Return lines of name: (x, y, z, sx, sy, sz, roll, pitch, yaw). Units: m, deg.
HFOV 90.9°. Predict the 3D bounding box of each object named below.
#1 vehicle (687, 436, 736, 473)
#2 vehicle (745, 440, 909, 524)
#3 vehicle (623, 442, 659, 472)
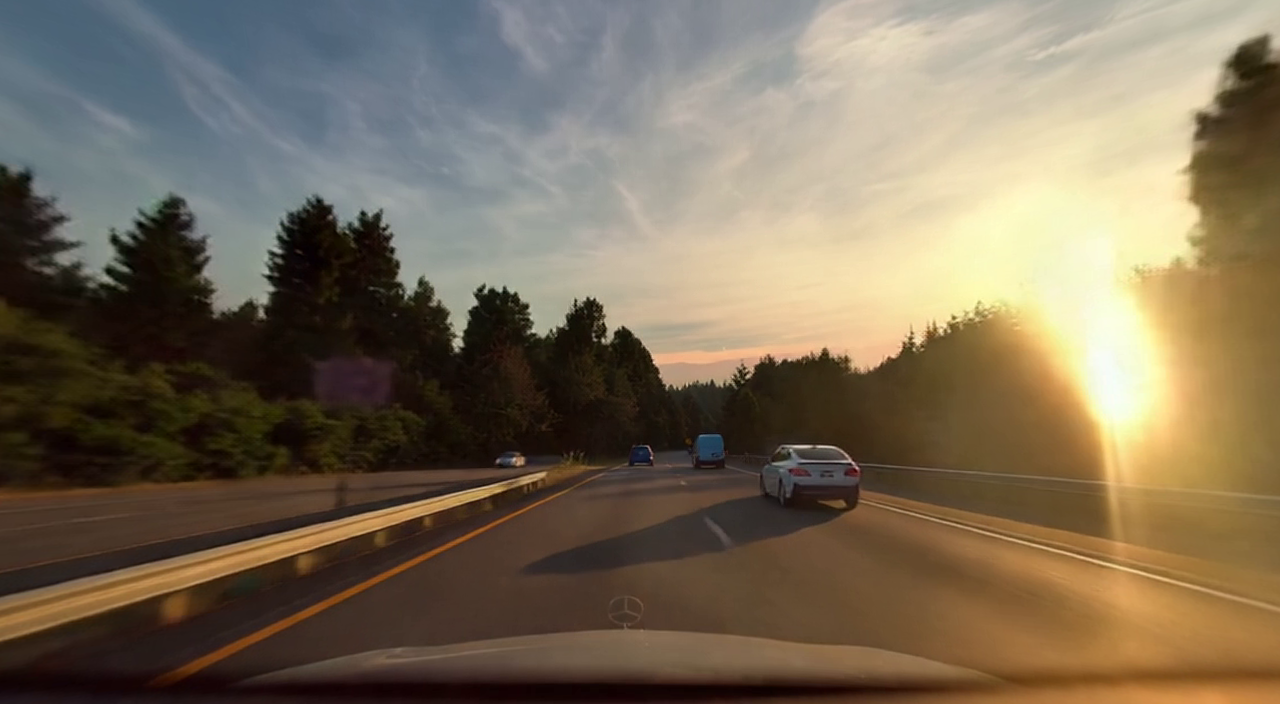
vehicle: (4.188, 6.134, 37.924, 2.371, 2.045, 4.768, 0, -9, 0)
vehicle: (3.665, 2.646, 13.466, 2.043, 1.431, 4.922, 0, -9, 0)
vehicle: (0.103, 6.323, 38.197, 2.087, 1.707, 4.316, 0, -9, 2)
